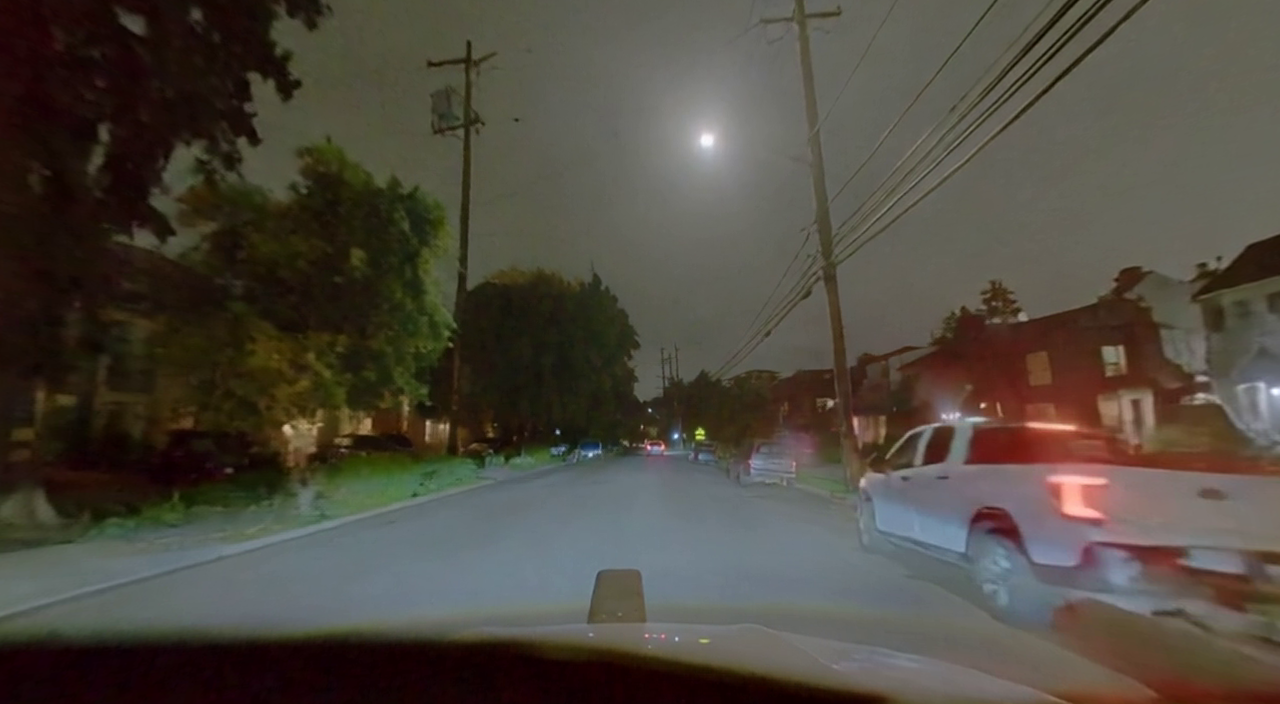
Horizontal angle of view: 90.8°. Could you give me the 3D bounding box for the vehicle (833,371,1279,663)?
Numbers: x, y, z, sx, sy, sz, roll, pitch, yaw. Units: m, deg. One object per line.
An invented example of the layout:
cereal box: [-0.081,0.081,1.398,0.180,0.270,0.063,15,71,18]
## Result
vehicle: [3.894,1.400,6.522,2.280,1.820,5.001,0,-8,1]

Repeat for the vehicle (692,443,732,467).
vehicle: [4.581,6.632,40.775,2.031,1.471,4.328,0,-8,-1]

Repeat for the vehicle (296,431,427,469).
vehicle: [-12.259,4.346,28.069,4.792,1.521,2.077,1,-8,1]

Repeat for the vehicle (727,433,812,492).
vehicle: [4.267,3.720,21.656,2.066,1.753,4.877,-1,-8,2]
